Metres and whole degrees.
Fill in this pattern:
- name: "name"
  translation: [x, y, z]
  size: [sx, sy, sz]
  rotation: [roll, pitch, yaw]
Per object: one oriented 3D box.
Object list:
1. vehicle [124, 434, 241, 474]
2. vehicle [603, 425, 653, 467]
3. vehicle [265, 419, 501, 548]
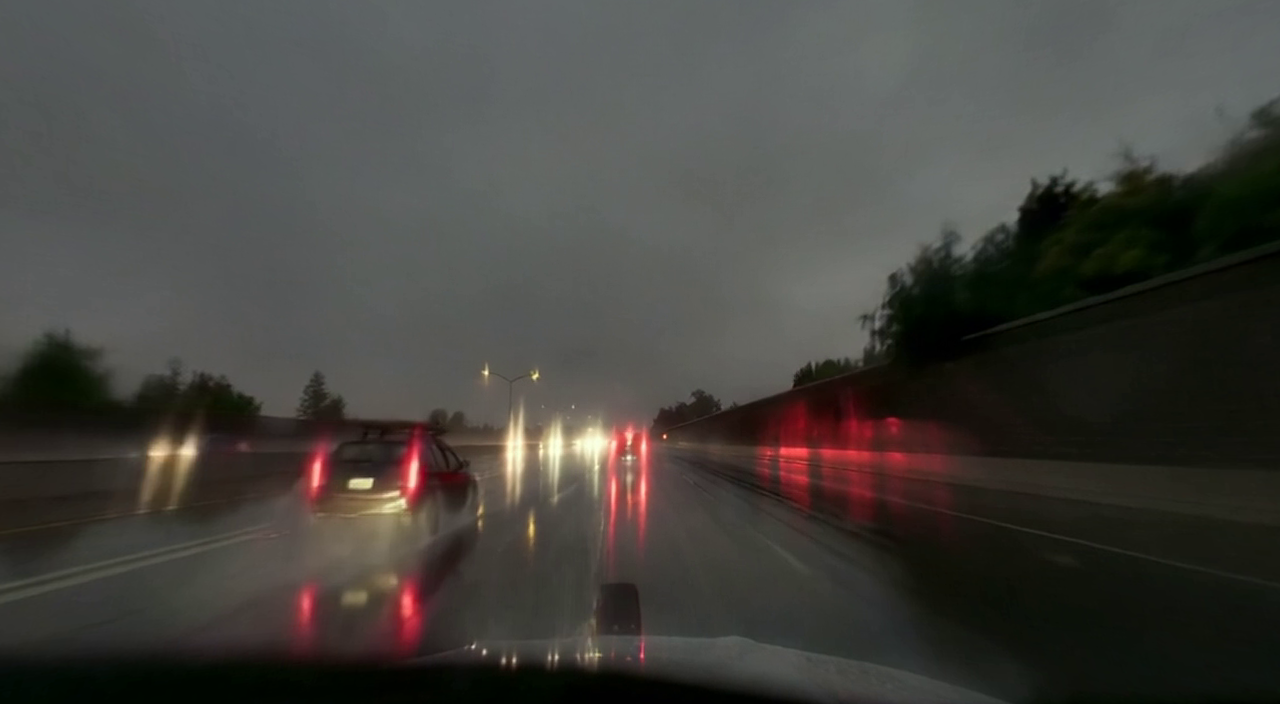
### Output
- name: "vehicle"
  translation: [-19.422, 4.335, 27.002]
  size: [1.985, 1.558, 4.109]
  rotation: [0, -8, -2]
- name: "vehicle"
  translation: [-0.640, 4.801, 32.301]
  size: [2.382, 1.973, 4.439]
  rotation: [0, -8, -2]
- name: "vehicle"
  translation: [-3.735, 1.978, 10.183]
  size: [2.039, 1.602, 4.317]
  rotation: [0, -8, -1]
